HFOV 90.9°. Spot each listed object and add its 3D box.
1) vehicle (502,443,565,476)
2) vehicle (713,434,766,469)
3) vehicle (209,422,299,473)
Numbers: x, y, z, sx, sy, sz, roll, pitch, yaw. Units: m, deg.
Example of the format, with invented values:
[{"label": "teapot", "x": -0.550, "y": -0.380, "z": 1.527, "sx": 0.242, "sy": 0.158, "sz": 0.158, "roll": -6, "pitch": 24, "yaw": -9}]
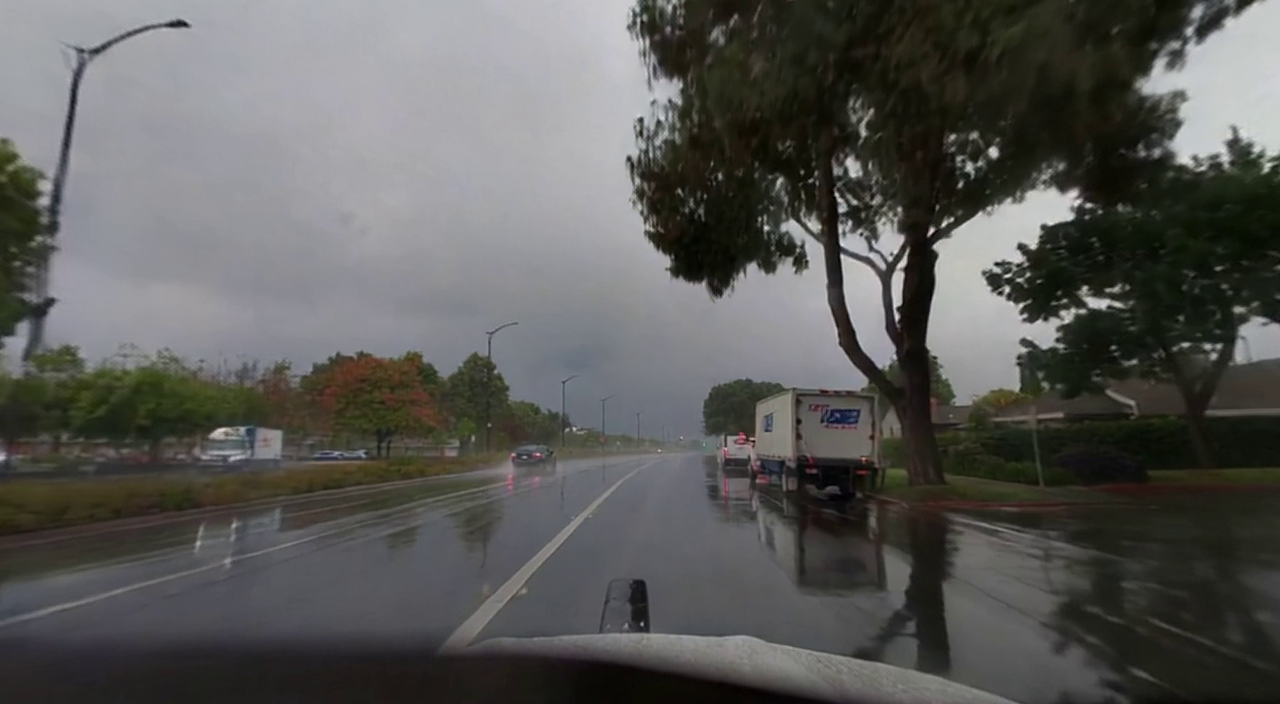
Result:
[{"label": "vehicle", "x": -5.105, "y": 5.241, "z": 30.968, "sx": 2.060, "sy": 1.473, "sz": 4.645, "roll": 0, "pitch": -8, "yaw": 3}, {"label": "vehicle", "x": 6.184, "y": 6.284, "z": 40.138, "sx": 2.695, "sy": 2.013, "sz": 6.661, "roll": 0, "pitch": -8, "yaw": 4}, {"label": "vehicle", "x": -22.547, "y": 5.624, "z": 37.206, "sx": 2.421, "sy": 2.746, "sz": 5.968, "roll": 2, "pitch": -8, "yaw": -11}]
